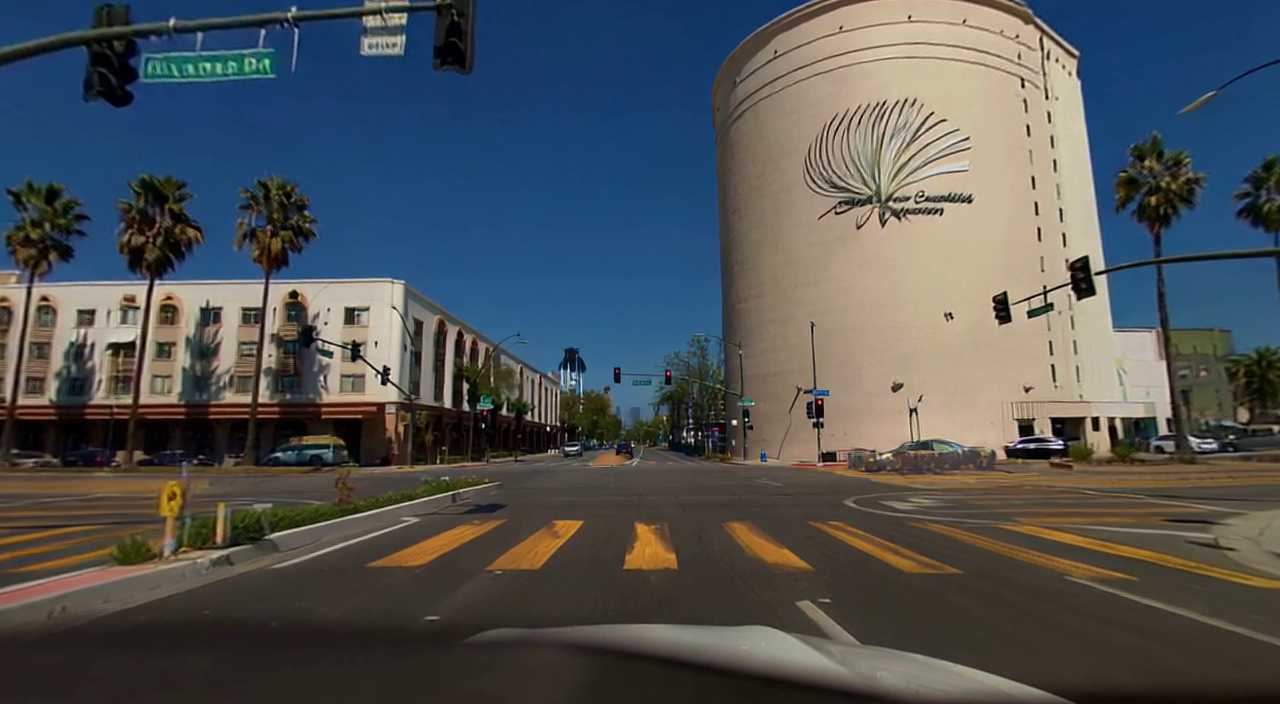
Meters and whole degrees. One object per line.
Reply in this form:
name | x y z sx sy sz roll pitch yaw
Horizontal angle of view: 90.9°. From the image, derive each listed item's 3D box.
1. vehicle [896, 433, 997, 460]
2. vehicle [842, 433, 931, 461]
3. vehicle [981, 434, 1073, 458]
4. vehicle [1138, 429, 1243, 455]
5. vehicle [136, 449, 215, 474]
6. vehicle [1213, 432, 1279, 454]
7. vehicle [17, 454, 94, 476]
vehicle | 17.032 5.281 35.140 4.684 1.461 1.777 0 -8 -1
vehicle | 15.108 5.854 38.843 4.648 1.665 1.910 0 -8 0
vehicle | 23.630 5.759 38.602 4.423 1.465 1.798 0 -8 1
vehicle | 33.301 5.462 38.205 4.567 1.458 1.791 0 -8 1
vehicle | -32.950 7.780 44.778 4.136 1.661 1.857 0 -8 1
vehicle | 42.205 6.191 42.943 4.437 1.469 1.811 0 -8 0
vehicle | -41.540 7.999 44.812 3.698 1.467 1.779 0 -9 1
